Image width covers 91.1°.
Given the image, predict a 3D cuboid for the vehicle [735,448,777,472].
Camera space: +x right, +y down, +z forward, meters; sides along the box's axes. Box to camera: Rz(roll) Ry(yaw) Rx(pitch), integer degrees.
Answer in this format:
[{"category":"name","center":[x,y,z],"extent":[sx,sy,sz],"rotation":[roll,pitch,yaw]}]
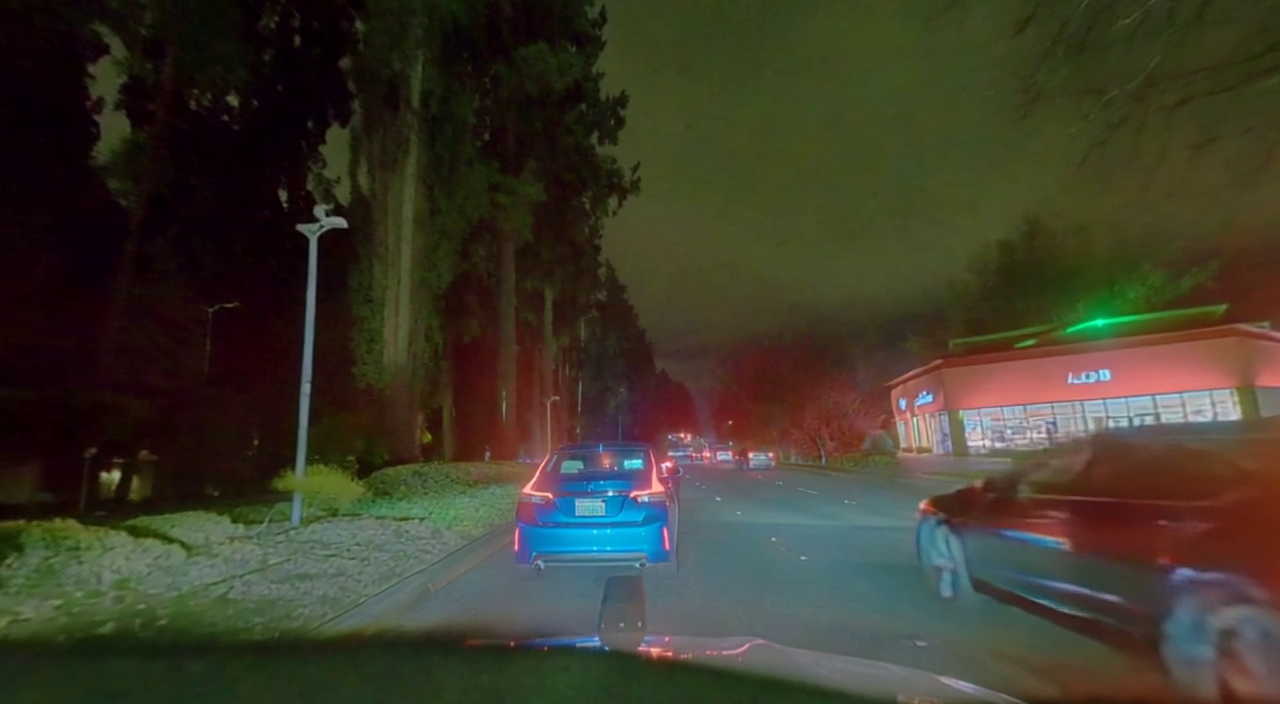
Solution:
[{"category":"vehicle","center":[7.216,6.741,39.400],"extent":[1.909,1.380,3.905],"rotation":[0,-9,0]}]

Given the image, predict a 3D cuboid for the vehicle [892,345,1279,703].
[{"category":"vehicle","center":[3.480,1.061,4.109],"extent":[1.946,1.648,4.230],"rotation":[0,-9,1]}]

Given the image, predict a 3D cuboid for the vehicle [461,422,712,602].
[{"category":"vehicle","center":[-0.471,1.659,7.381],"extent":[2.111,1.506,4.018],"rotation":[0,-9,-1]}]
